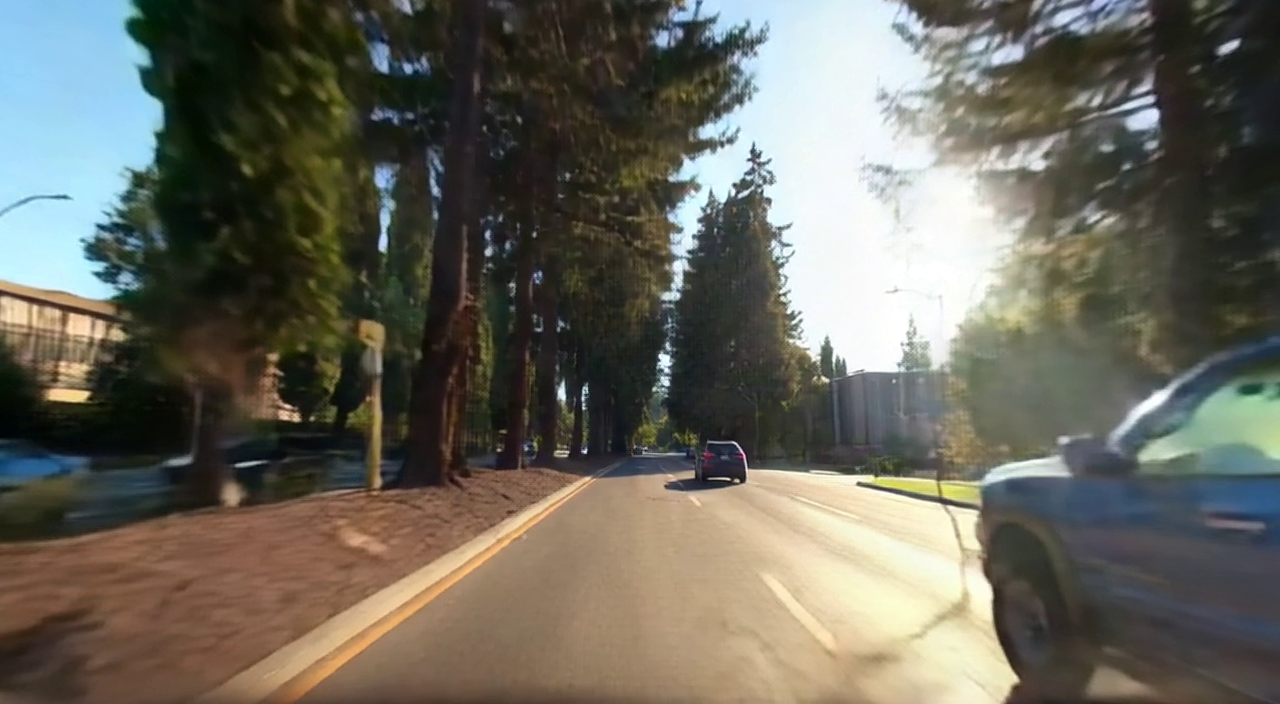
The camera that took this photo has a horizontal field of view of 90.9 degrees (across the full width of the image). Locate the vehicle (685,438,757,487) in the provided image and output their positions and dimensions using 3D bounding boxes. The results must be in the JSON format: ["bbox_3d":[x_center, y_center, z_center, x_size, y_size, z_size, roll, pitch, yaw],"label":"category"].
[{"bbox_3d":[3.012,4.209,24.392,2.108,1.712,4.616,0,-8,-1],"label":"vehicle"}]

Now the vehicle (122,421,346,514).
[{"bbox_3d":[-8.582,2.480,13.936,2.070,1.703,4.301,0,-8,0],"label":"vehicle"}]

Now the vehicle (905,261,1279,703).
[{"bbox_3d":[3.144,0.660,1.481,2.553,1.942,5.679,0,-8,0],"label":"vehicle"}]
